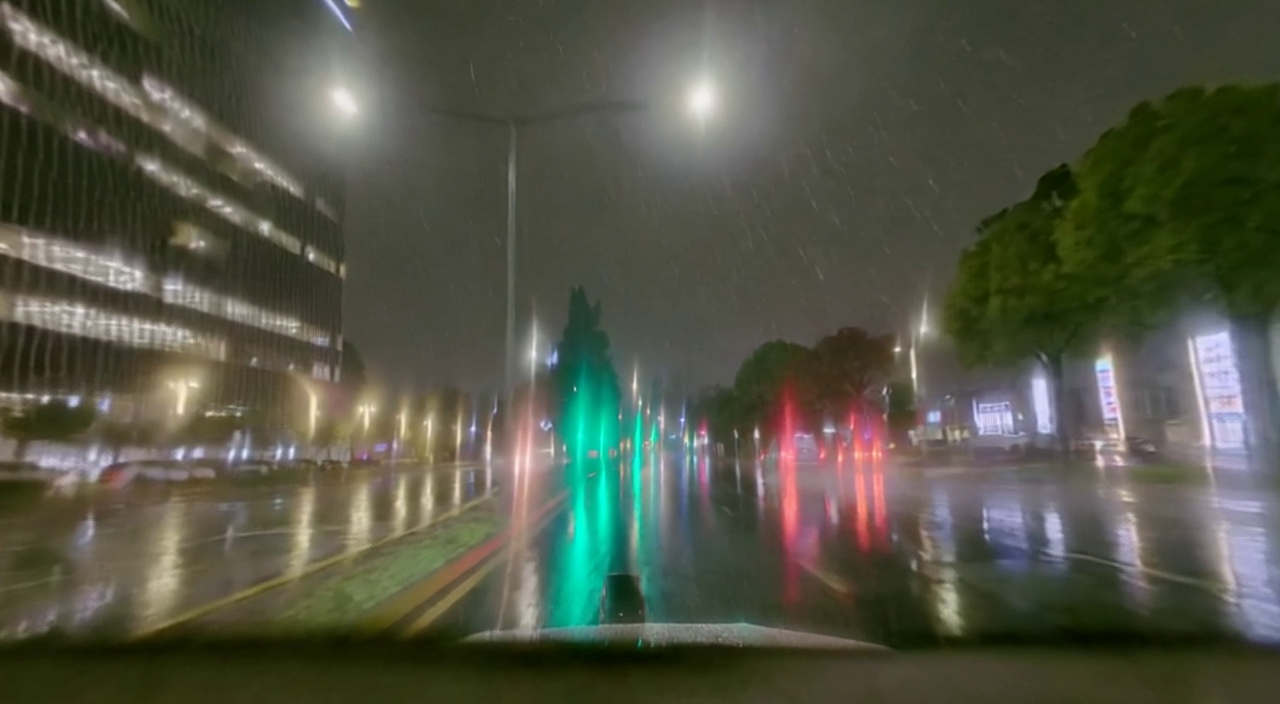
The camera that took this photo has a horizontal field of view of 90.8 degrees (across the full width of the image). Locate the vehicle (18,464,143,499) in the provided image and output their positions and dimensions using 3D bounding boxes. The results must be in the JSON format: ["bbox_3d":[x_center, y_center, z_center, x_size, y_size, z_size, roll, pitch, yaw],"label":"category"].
[{"bbox_3d":[-27.492,6.312,31.149,4.391,1.476,1.871,8,-12,-42],"label":"vehicle"}]

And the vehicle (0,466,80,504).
[{"bbox_3d":[-27.504,5.771,27.422,4.633,1.454,1.909,8,-11,-41],"label":"vehicle"}]

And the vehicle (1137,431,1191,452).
[{"bbox_3d":[40.153,6.911,48.521,1.961,1.523,4.094,-3,-10,22],"label":"vehicle"}]

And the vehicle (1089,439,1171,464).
[{"bbox_3d":[29.983,6.116,38.804,1.748,1.435,3.949,0,-9,-1],"label":"vehicle"}]

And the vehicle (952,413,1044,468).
[{"bbox_3d":[25.746,6.480,45.949,2.724,3.646,7.111,0,-9,3],"label":"vehicle"}]

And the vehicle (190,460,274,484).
[{"bbox_3d":[-27.164,7.957,42.134,4.457,1.425,2.027,6,-11,-36],"label":"vehicle"}]
